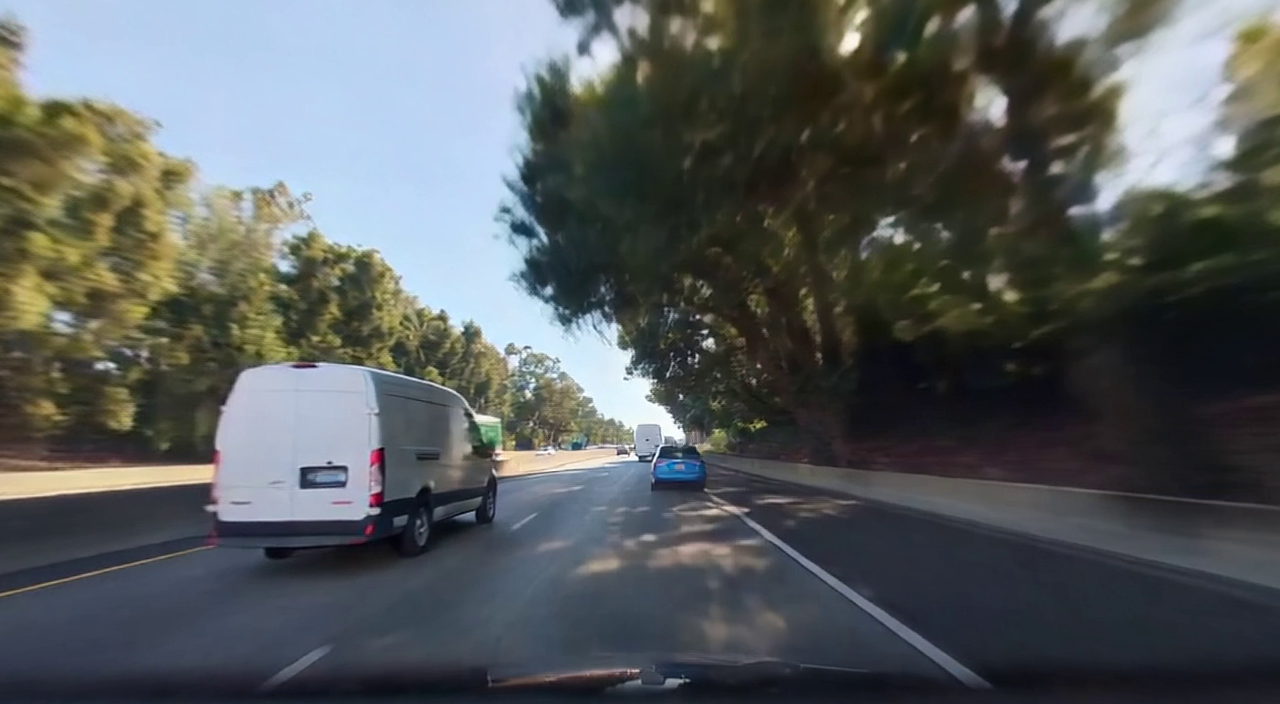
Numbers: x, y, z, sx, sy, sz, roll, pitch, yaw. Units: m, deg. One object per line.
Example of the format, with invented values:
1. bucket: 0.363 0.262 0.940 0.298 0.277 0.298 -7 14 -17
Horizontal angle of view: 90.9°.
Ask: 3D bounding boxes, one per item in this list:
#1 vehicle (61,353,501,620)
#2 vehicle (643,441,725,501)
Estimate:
1. vehicle: -3.285 1.397 7.369 2.217 2.033 4.975 0 -9 -1
2. vehicle: 1.100 3.249 17.545 2.012 1.485 3.649 0 -9 0
